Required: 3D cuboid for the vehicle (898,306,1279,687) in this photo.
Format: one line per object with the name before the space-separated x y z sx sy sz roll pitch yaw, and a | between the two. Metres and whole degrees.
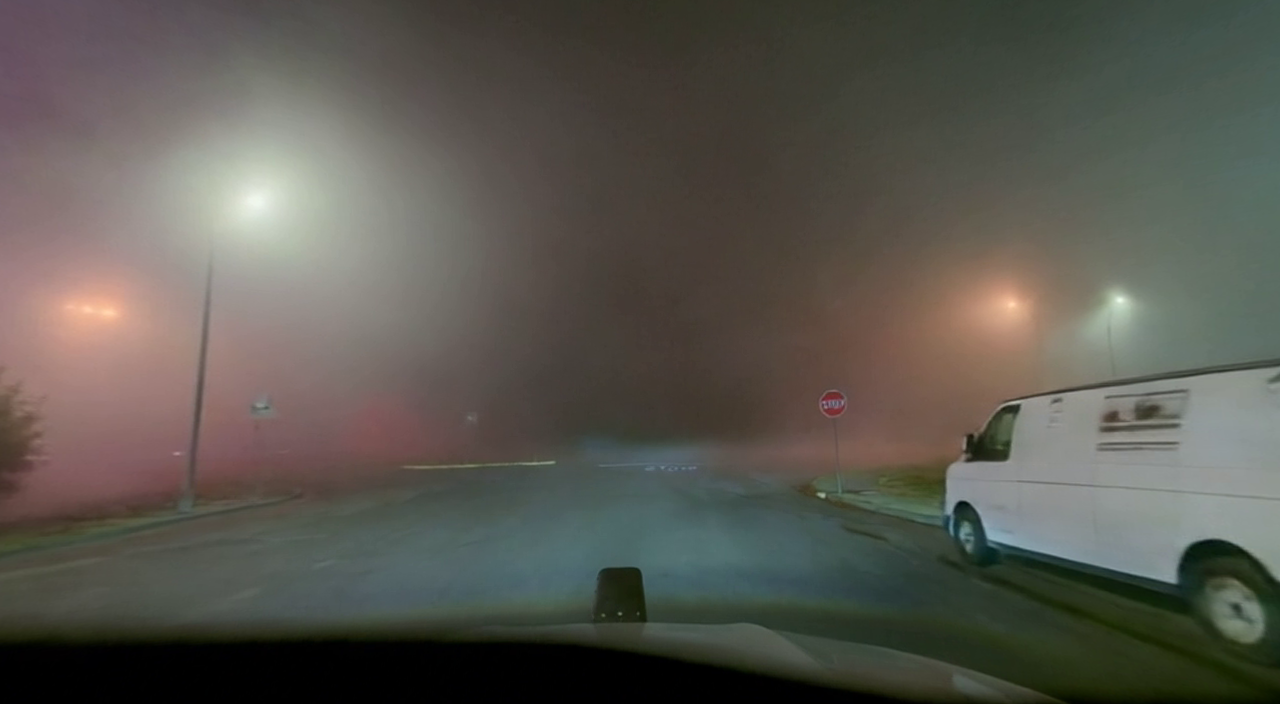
vehicle | 5.016 1.106 5.470 2.659 2.245 5.991 1 -8 -4
